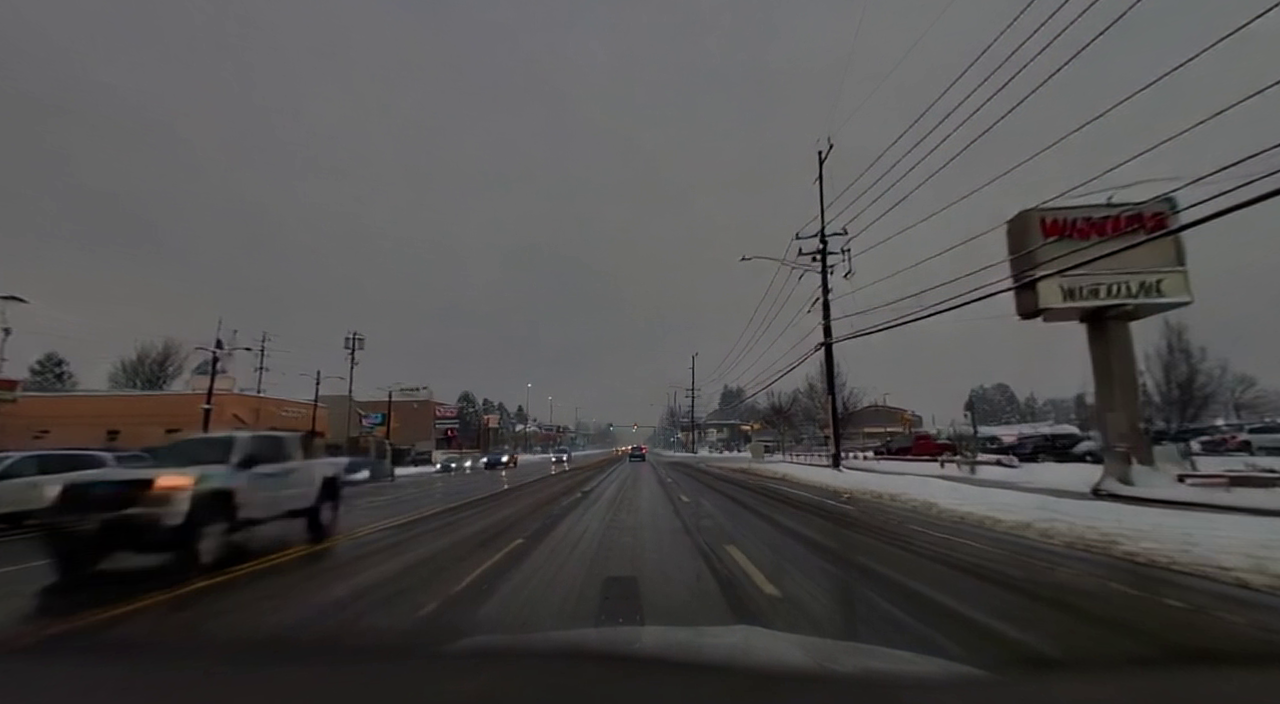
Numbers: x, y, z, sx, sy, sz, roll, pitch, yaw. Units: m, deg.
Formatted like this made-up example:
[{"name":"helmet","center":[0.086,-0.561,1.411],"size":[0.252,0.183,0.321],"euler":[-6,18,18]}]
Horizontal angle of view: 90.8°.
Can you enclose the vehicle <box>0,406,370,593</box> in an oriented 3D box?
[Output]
[{"name":"vehicle","center":[-6.042,1.818,8.797],"size":[2.180,1.805,5.170],"euler":[0,-8,1]}]

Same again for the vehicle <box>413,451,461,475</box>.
[{"name":"vehicle","center":[-14.825,8.105,46.412],"size":[1.954,1.519,5.051],"euler":[-1,-8,-1]}]

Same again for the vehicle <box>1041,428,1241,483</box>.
[{"name":"vehicle","center":[14.827,3.046,18.899],"size":[4.300,1.431,1.937],"euler":[-2,-7,0]}]

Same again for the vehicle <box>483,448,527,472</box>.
[{"name":"vehicle","center":[-9.151,7.347,43.263],"size":[1.988,1.472,4.633],"euler":[0,-8,1]}]
